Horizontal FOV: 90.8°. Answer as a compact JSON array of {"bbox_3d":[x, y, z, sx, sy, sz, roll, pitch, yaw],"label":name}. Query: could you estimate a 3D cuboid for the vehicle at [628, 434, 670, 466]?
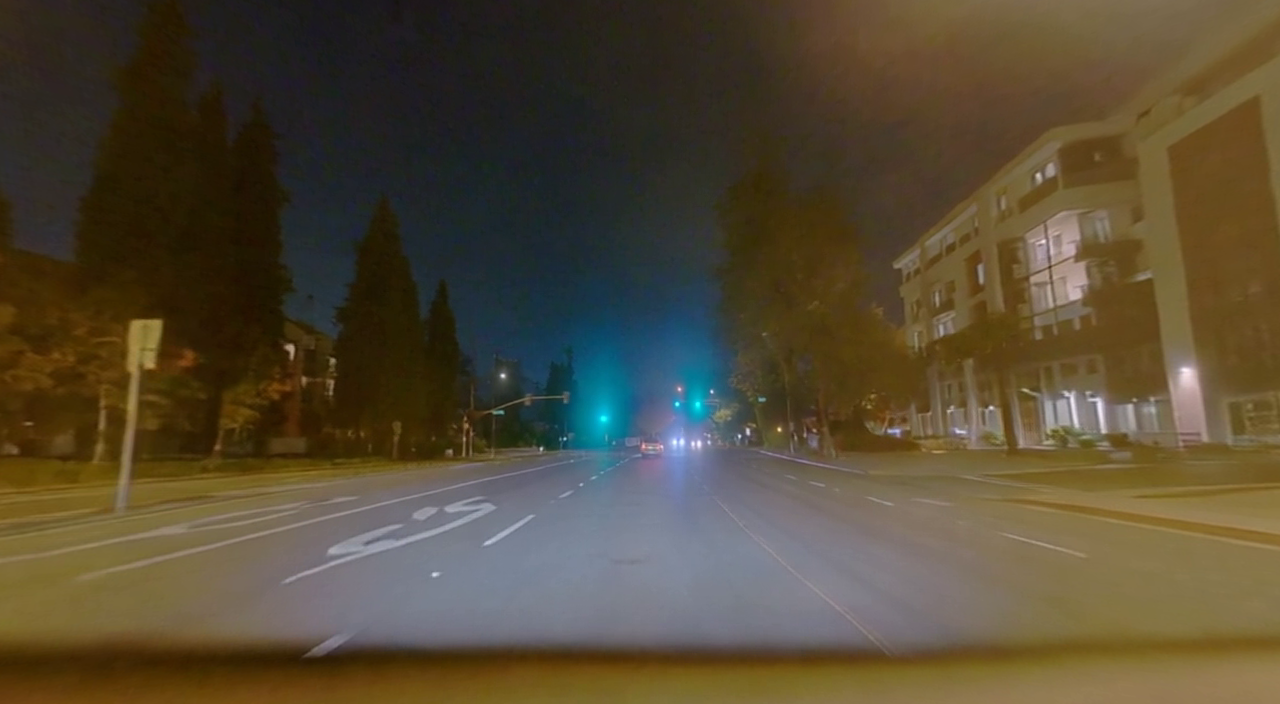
[{"bbox_3d":[0.545,5.236,33.970,2.037,1.568,3.693,0,-8,4],"label":"vehicle"}]
